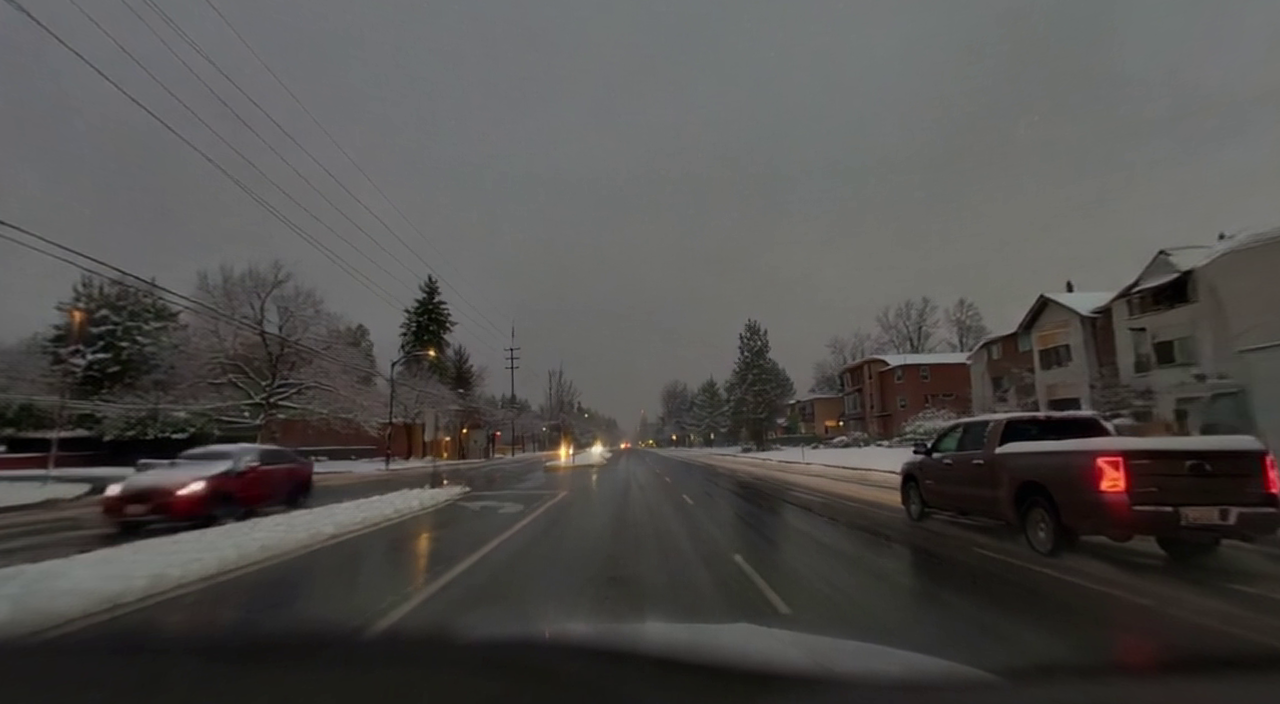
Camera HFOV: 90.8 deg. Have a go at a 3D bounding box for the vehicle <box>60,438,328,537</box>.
[{"bbox_3d":[-8.536,2.593,12.772,2.140,1.609,4.460,0,-9,0],"label":"vehicle"}]

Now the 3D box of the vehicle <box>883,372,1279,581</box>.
[{"bbox_3d":[5.998,1.618,9.057,2.493,1.956,6.125,0,-9,-1],"label":"vehicle"}]
